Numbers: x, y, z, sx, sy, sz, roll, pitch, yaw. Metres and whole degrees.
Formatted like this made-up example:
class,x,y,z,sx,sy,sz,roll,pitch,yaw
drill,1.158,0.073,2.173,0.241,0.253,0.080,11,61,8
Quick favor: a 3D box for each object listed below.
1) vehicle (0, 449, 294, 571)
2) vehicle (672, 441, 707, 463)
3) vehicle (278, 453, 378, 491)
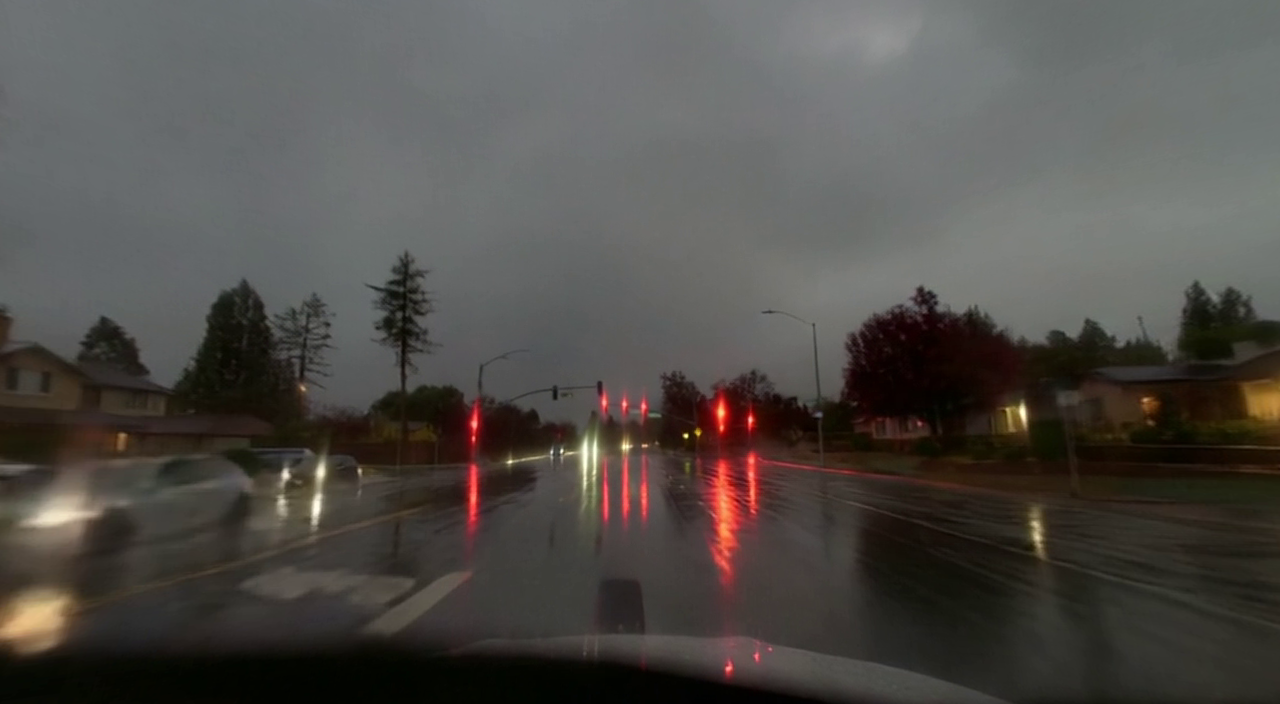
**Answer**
class,x,y,z,sx,sy,sz,roll,pitch,yaw
vehicle,-7.697,2.316,10.090,1.931,1.483,4.246,0,-8,0
vehicle,3.589,7.323,46.399,2.133,1.494,4.265,0,-9,-2
vehicle,-13.499,5.206,27.705,1.992,1.453,4.439,0,-8,2
